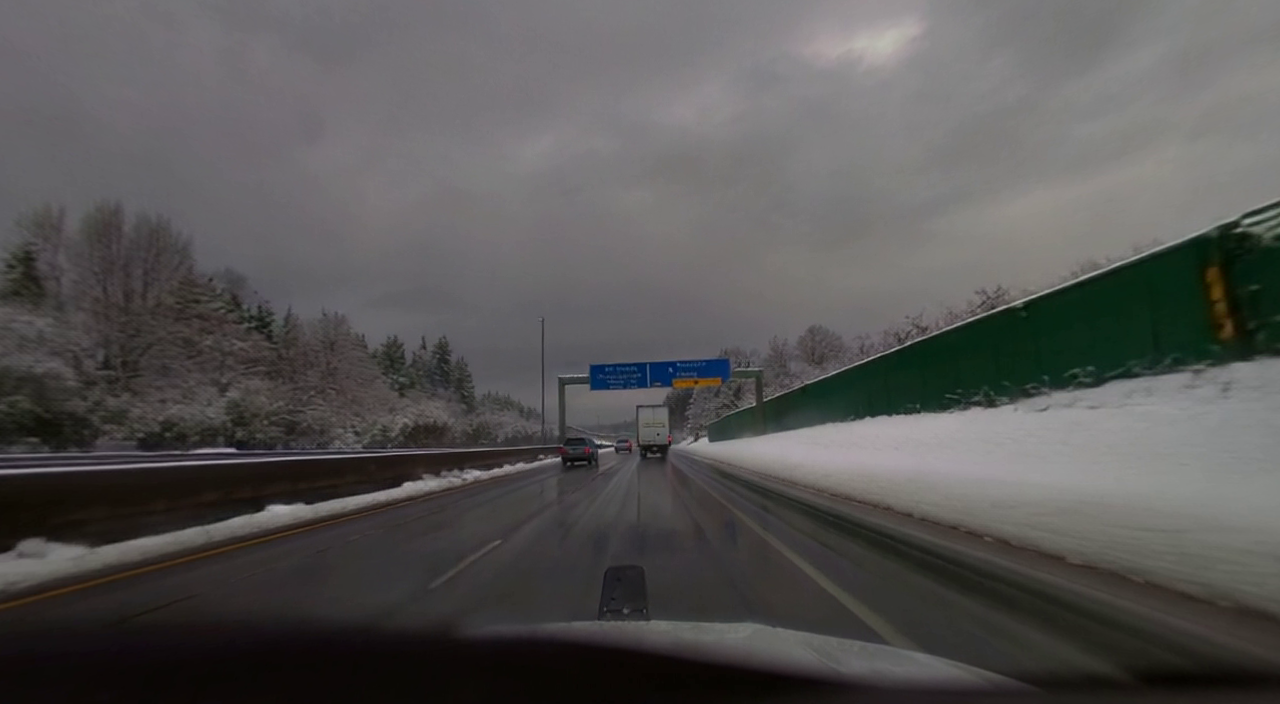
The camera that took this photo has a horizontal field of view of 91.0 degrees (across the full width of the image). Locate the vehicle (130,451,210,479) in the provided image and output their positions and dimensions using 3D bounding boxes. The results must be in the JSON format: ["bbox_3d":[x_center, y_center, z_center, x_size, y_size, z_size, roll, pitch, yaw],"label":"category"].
[{"bbox_3d":[-25.619,6.140,34.452,1.684,1.399,3.535,0,-8,-1],"label":"vehicle"}]

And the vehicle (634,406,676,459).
[{"bbox_3d":[1.144,6.324,48.928,2.933,3.701,10.425,0,-8,1],"label":"vehicle"}]

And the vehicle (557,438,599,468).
[{"bbox_3d":[-3.333,5.504,34.509,1.927,1.556,3.921,0,-8,0],"label":"vehicle"}]
